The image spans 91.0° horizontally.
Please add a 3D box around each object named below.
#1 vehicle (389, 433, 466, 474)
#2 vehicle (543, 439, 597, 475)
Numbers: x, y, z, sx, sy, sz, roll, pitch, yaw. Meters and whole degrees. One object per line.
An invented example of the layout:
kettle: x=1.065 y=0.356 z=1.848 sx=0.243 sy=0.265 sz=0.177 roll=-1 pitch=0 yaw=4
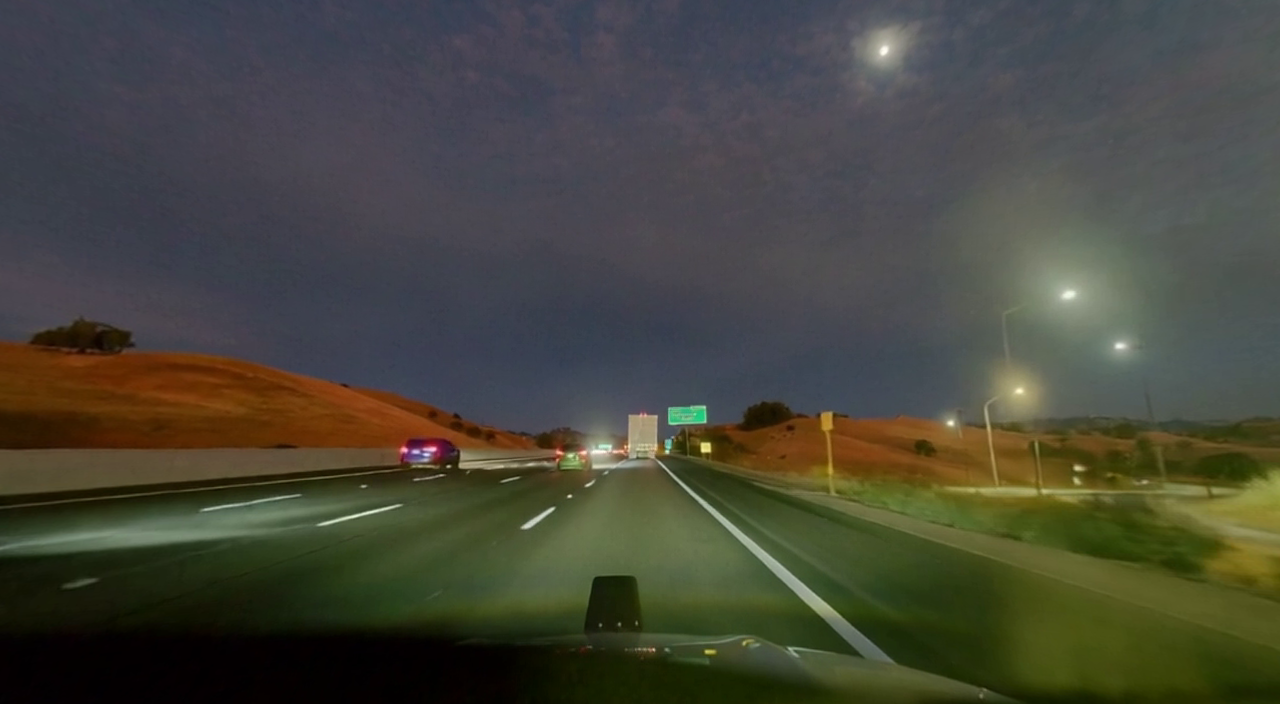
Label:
vehicle: x=-10.809 y=5.191 z=32.423 sx=2.111 sy=1.906 sz=5.028 roll=0 pitch=-9 yaw=1
vehicle: x=-3.600 y=5.503 z=33.262 sx=2.194 sy=1.725 sz=4.698 roll=0 pitch=-9 yaw=1
